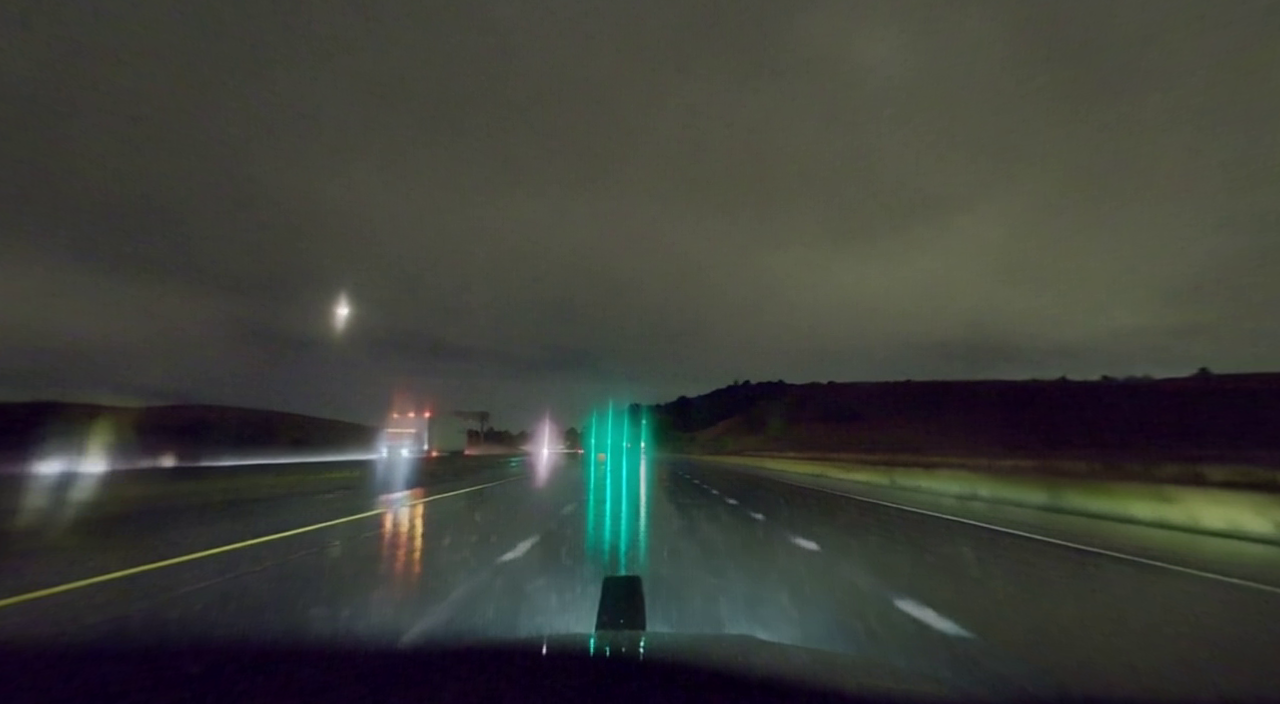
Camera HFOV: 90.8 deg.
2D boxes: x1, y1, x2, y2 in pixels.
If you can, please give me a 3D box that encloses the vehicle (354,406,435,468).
[{"bbox_3d":[-16.687,5.884,43.371,3.245,3.939,5.841,0,-9,-2],"label":"vehicle"}]
